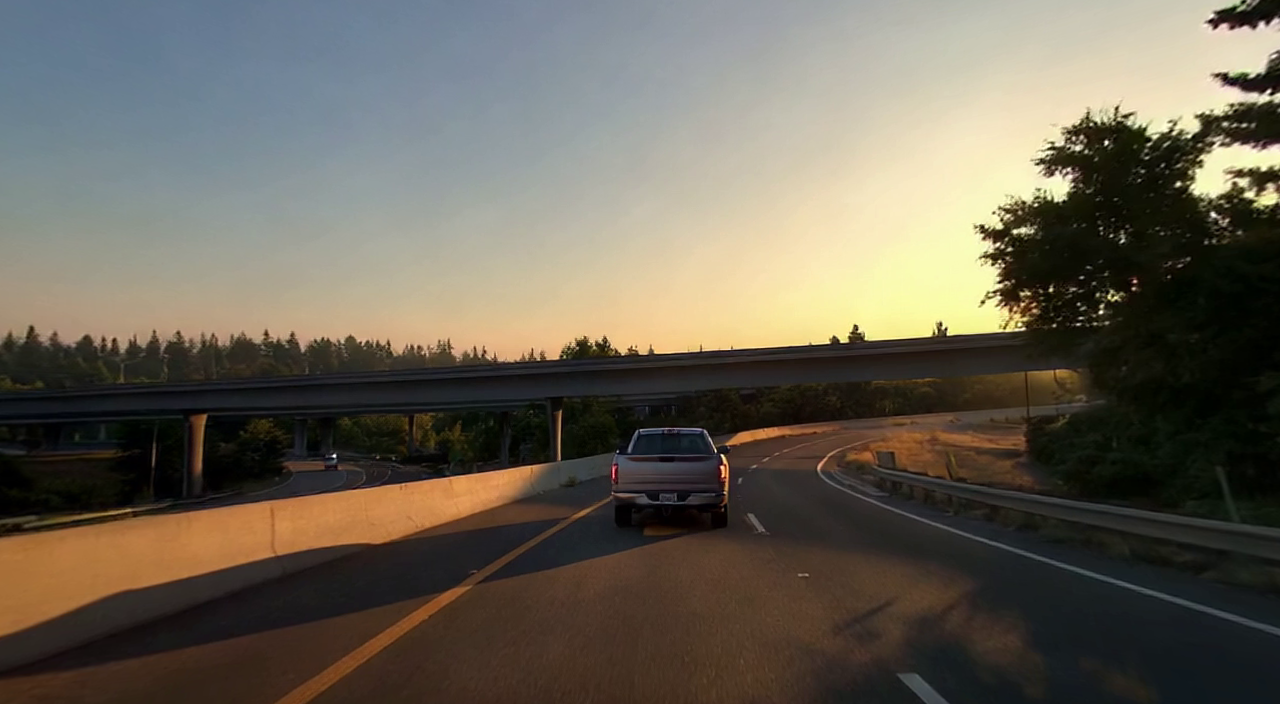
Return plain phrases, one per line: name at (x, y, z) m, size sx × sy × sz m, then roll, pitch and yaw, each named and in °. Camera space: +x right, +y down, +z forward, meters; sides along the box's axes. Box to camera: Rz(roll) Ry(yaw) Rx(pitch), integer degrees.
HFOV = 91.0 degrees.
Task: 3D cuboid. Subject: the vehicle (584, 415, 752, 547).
vehicle at (0.533, 2.042, 10.642) m, size 2.235 × 1.716 × 4.435 m, roll -1°, pitch -9°, yaw 4°
